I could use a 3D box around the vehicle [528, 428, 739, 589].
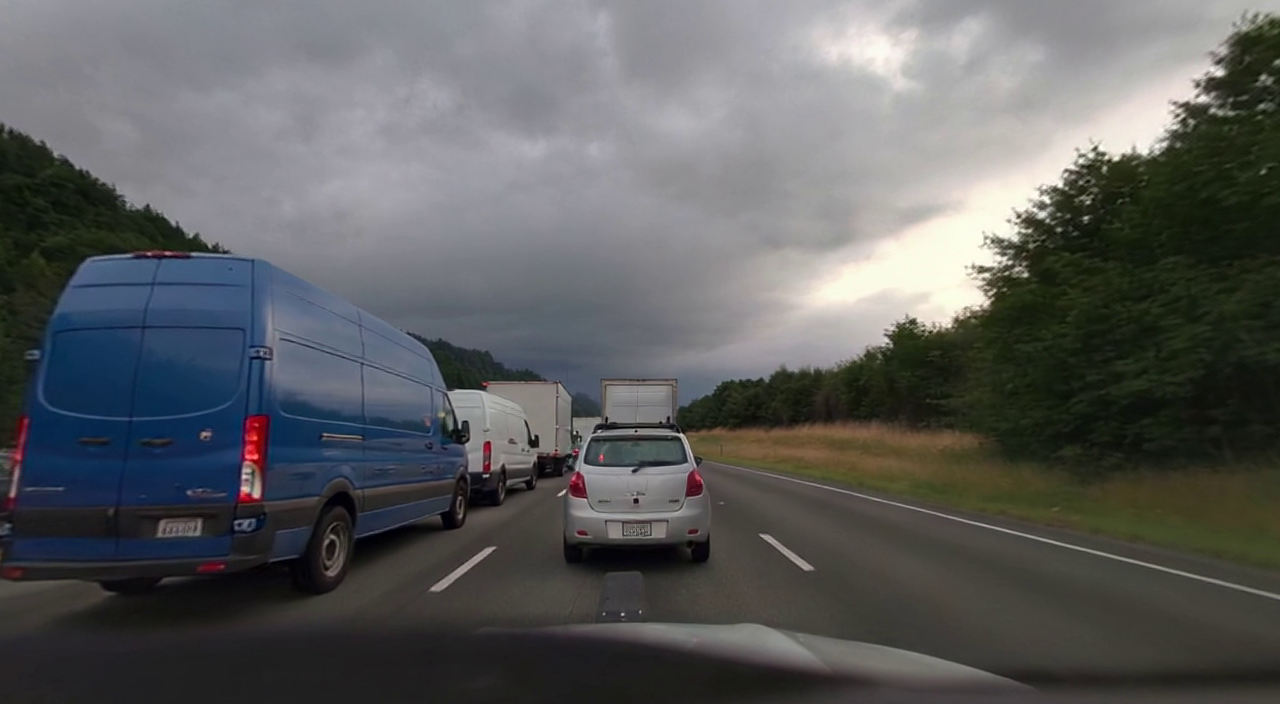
[{"bbox_3d":[-0.088,1.752,7.743,1.995,1.495,3.380,0,-9,-1],"label":"vehicle"}]

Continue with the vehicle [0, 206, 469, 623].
[{"bbox_3d":[-4.049,0.871,7.673,2.254,2.879,6.656,0,-9,-2],"label":"vehicle"}]
